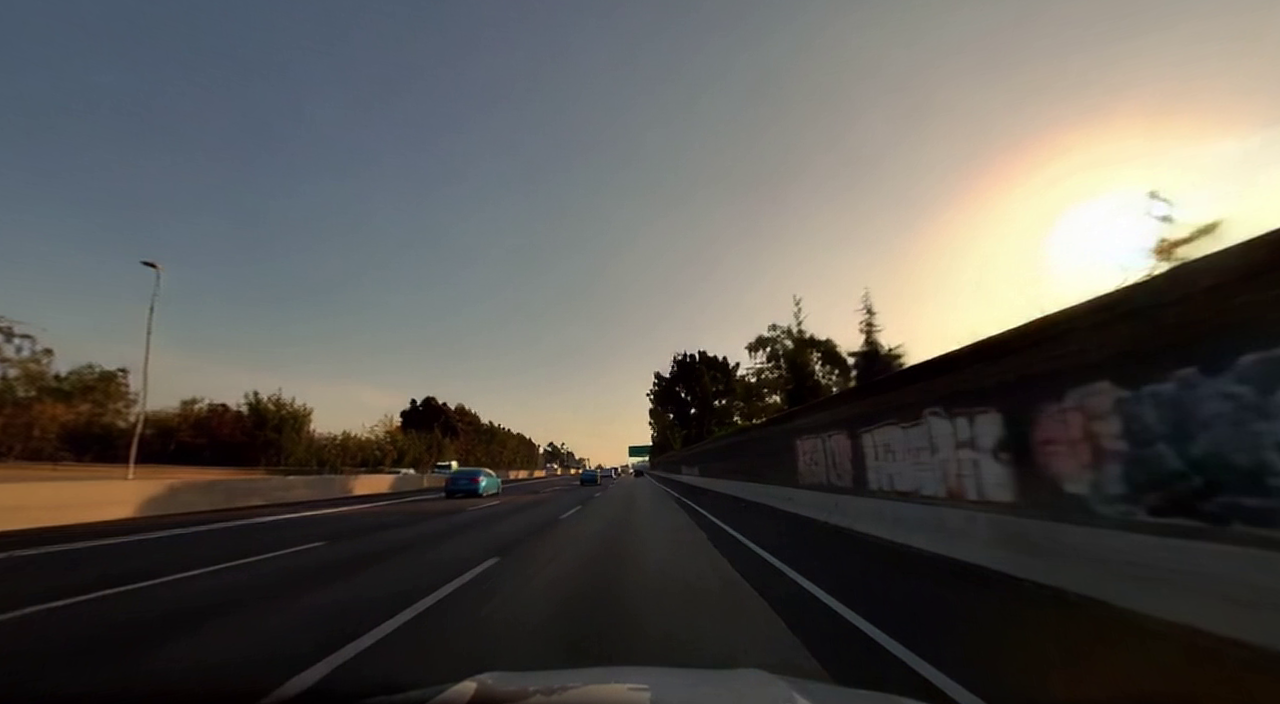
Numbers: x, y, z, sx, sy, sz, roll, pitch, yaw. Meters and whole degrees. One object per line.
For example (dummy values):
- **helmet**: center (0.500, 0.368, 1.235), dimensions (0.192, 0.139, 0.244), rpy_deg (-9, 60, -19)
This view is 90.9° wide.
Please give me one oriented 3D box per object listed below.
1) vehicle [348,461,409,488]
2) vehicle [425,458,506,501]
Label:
- **vehicle**: center (-19.083, 8.974, 46.242), dimensions (2.278, 1.773, 4.993), rpy_deg (1, -10, 0)
- **vehicle**: center (-7.190, 5.321, 26.475), dimensions (2.124, 1.630, 4.416), rpy_deg (1, -10, 0)
